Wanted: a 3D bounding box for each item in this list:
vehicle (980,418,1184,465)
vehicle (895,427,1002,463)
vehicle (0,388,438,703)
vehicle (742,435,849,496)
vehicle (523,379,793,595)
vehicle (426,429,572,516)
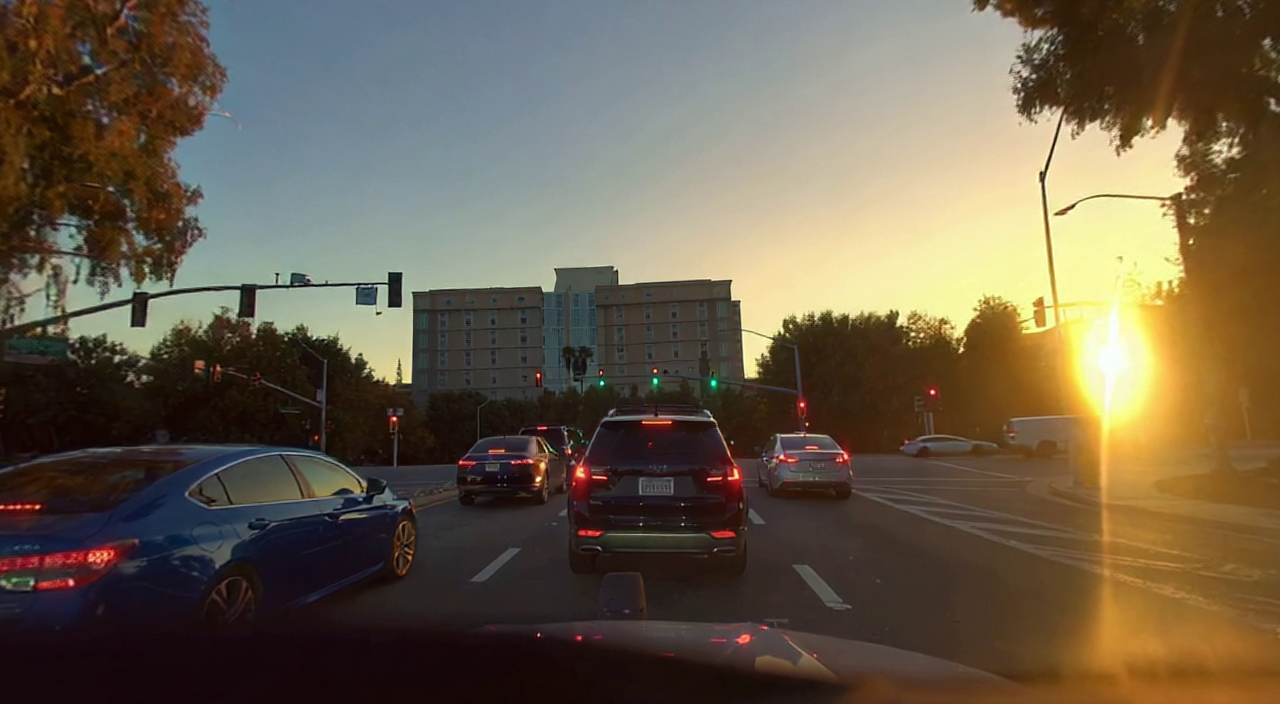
[{"bbox_3d":[19.633,4.005,28.420,6.879,1.984,2.808,-1,-7,8],"label":"vehicle"},{"bbox_3d":[14.284,4.361,29.444,4.026,1.573,2.271,-2,-9,14],"label":"vehicle"},{"bbox_3d":[-3.217,1.194,4.393,1.958,1.494,4.624,0,-8,2],"label":"vehicle"},{"bbox_3d":[4.102,3.059,17.348,1.979,1.453,4.011,0,-8,1],"label":"vehicle"},{"bbox_3d":[0.205,1.466,7.644,2.300,1.832,4.331,0,-8,1],"label":"vehicle"},{"bbox_3d":[-2.681,2.394,13.073,1.851,1.502,4.042,0,-8,4],"label":"vehicle"}]
